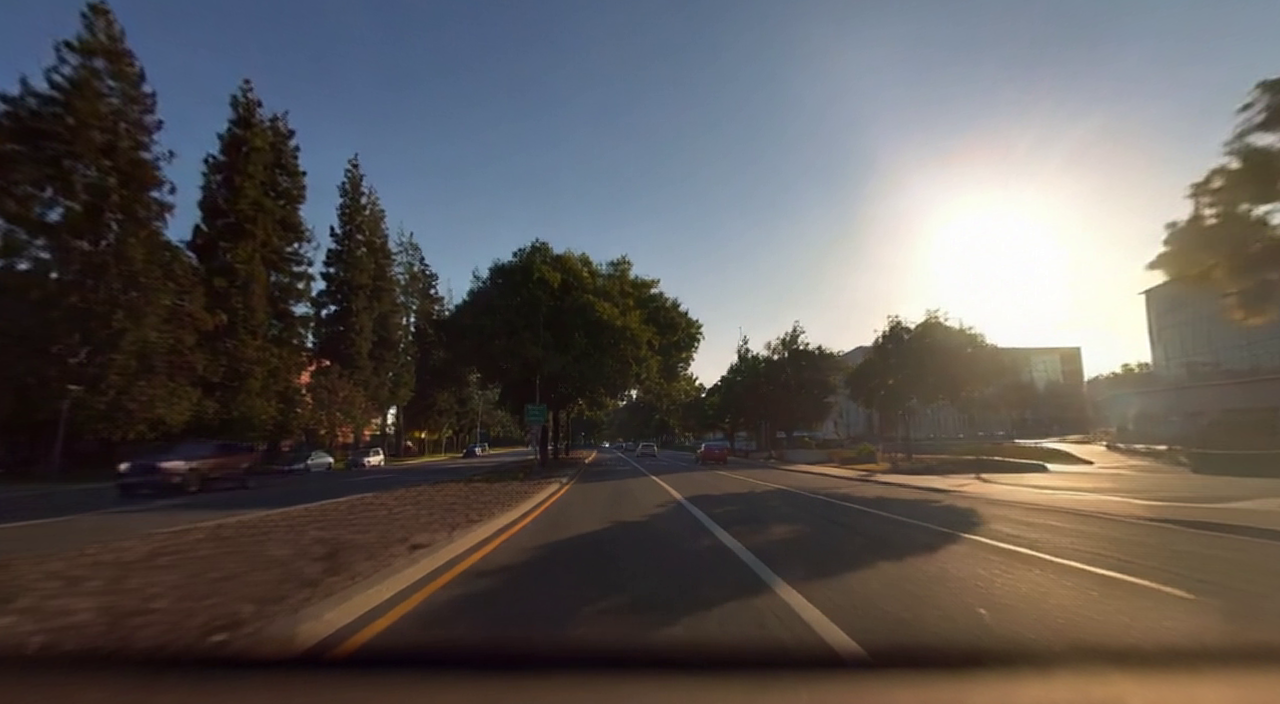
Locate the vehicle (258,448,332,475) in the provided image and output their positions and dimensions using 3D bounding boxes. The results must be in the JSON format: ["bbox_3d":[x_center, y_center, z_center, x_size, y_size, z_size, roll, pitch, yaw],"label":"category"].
[{"bbox_3d":[-20.569,6.542,37.936,1.915,1.477,4.773,0,-8,-2],"label":"vehicle"}]

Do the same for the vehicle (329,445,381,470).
[{"bbox_3d":[-21.089,7.794,46.956,1.957,1.643,4.460,0,-7,-3],"label":"vehicle"}]

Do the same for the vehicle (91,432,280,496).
[{"bbox_3d":[-14.295,3.545,20.420,2.058,1.770,5.291,-1,-8,1],"label":"vehicle"}]

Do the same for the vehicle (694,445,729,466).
[{"bbox_3d":[5.293,7.701,47.285,1.876,1.474,4.126,0,-8,-5],"label":"vehicle"}]
